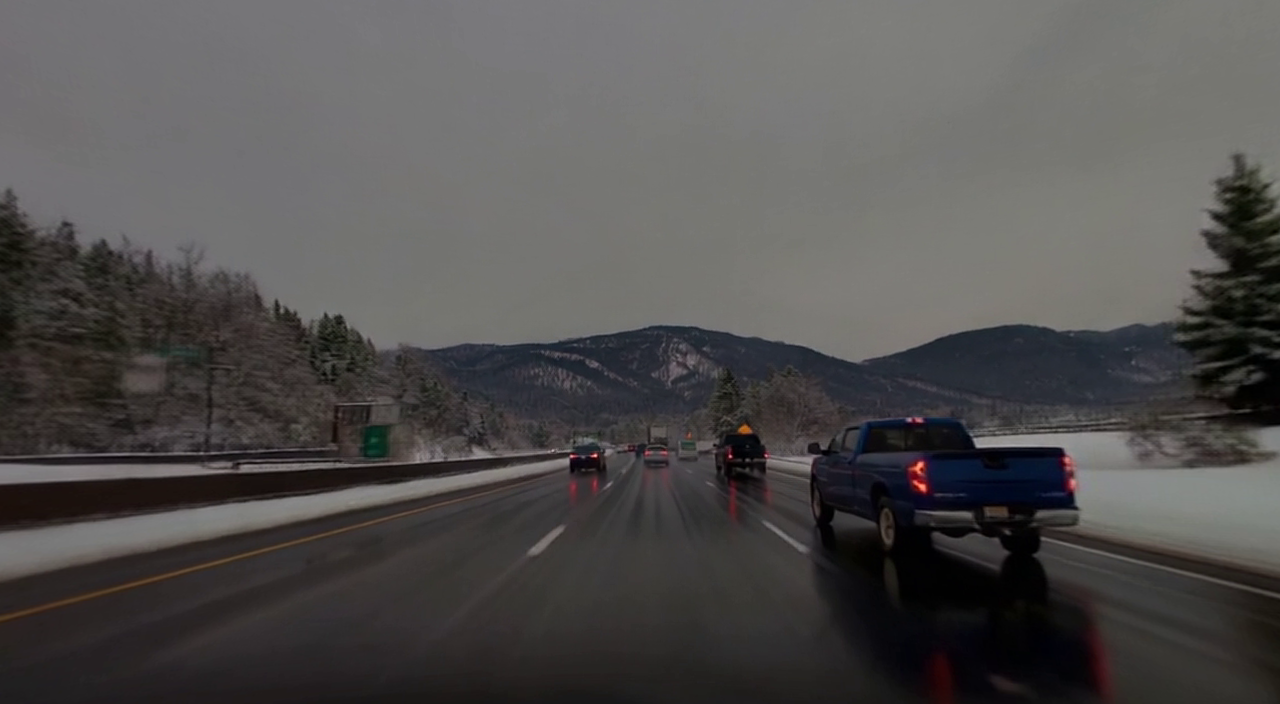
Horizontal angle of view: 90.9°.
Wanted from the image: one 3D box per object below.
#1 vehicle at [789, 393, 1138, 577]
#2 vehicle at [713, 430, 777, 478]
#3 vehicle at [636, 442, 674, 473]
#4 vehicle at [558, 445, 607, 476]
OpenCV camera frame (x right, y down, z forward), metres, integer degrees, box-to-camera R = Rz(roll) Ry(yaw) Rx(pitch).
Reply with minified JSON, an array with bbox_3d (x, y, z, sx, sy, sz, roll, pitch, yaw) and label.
[{"bbox_3d":[3.895,1.742,9.112,2.229,1.837,5.387,0,-8,1],"label":"vehicle"},{"bbox_3d":[4.679,4.612,28.753,2.057,1.958,4.495,0,-9,-1],"label":"vehicle"},{"bbox_3d":[0.768,5.715,34.402,1.959,1.604,4.065,0,-8,0],"label":"vehicle"},{"bbox_3d":[-3.031,5.840,34.188,2.109,1.530,4.646,0,-8,1],"label":"vehicle"}]
